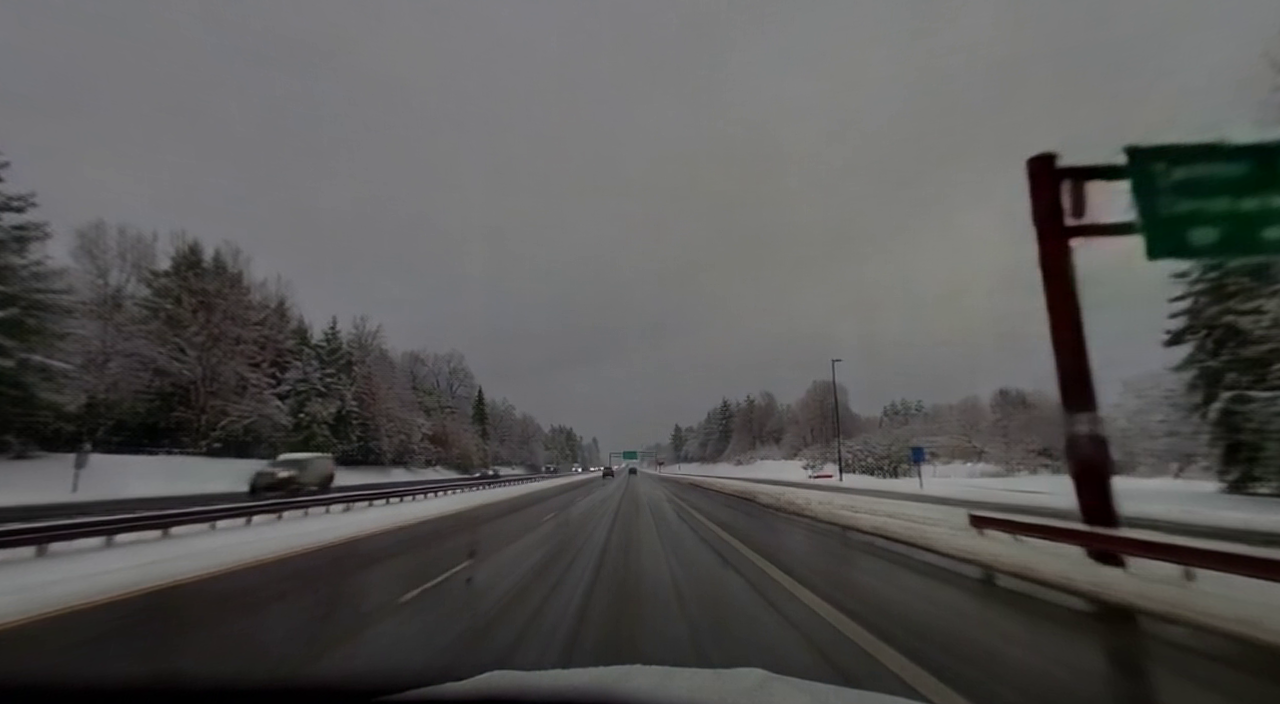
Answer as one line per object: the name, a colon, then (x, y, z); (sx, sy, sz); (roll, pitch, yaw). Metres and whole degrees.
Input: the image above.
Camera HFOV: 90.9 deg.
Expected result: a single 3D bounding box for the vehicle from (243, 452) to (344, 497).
vehicle: (-16.240, 5.787, 29.873); (2.038, 1.869, 4.719); (1, -11, -1)
